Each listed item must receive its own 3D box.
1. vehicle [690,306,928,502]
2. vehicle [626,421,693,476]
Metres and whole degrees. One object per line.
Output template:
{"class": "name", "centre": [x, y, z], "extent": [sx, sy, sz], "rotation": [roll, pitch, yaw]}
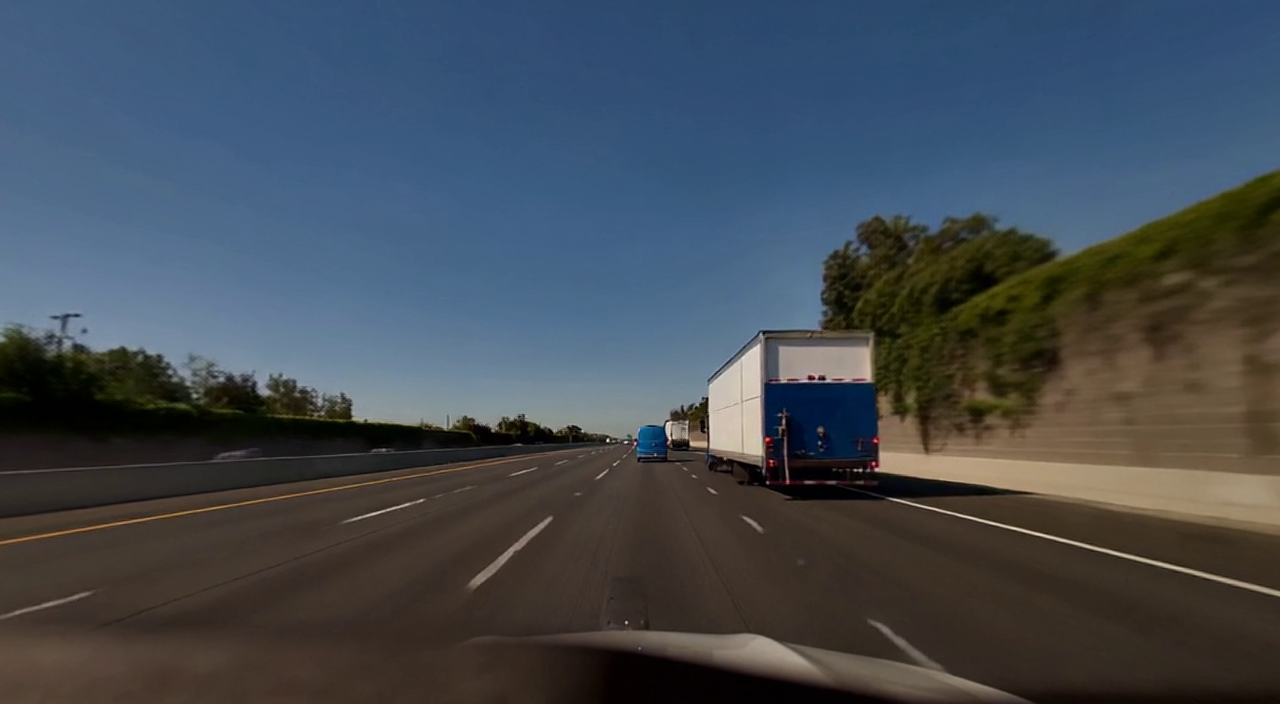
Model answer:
{"class": "vehicle", "centre": [4.254, 2.263, 21.929], "extent": [3.892, 4.216, 16.830], "rotation": [0, -8, 1]}
{"class": "vehicle", "centre": [0.757, 3.912, 25.645], "extent": [2.469, 2.027, 4.554], "rotation": [0, -8, 1]}
